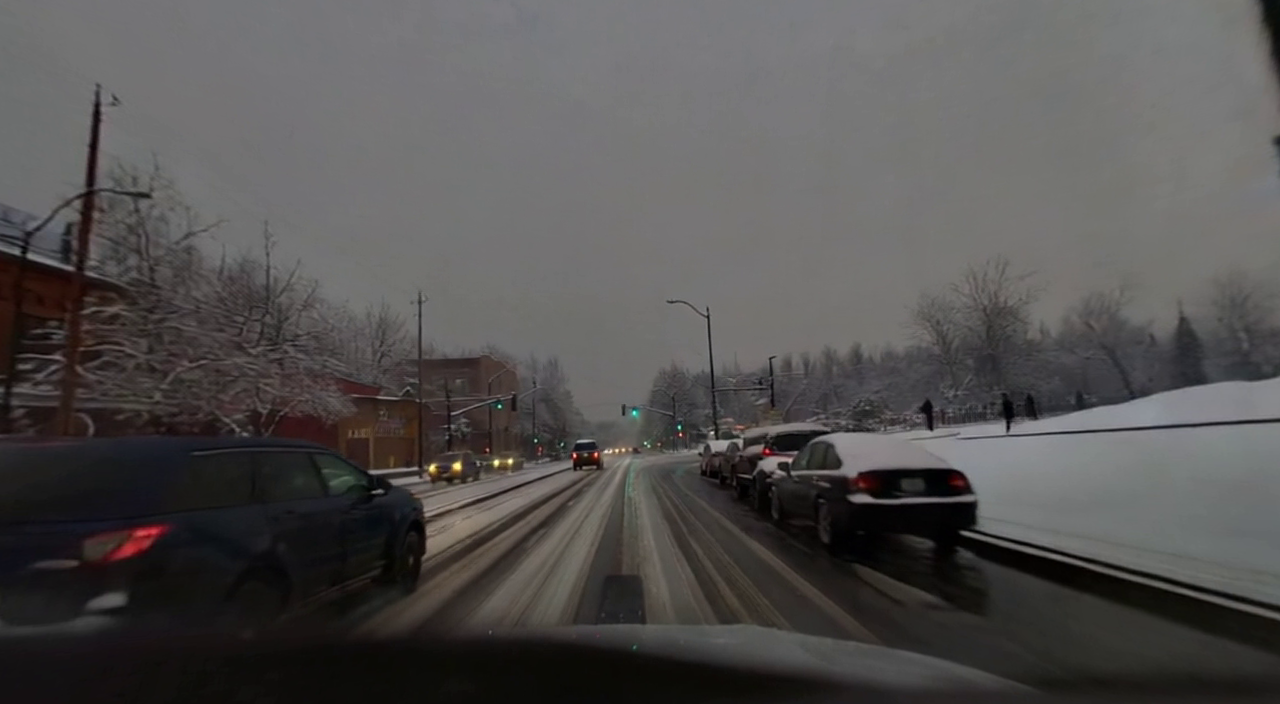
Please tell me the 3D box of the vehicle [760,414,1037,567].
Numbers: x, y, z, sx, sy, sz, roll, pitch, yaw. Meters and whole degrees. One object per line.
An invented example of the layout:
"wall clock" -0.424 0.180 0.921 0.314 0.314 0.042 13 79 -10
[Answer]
"vehicle" 3.297 1.878 9.339 2.206 1.664 4.578 -1 -9 1

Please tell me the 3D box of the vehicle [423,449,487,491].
"vehicle" -9.084 5.788 31.351 1.965 1.868 4.012 0 -8 0

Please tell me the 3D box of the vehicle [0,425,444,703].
"vehicle" -3.320 1.431 4.932 2.089 1.547 4.635 0 -8 0

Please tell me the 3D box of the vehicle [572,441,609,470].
"vehicle" -3.550 7.492 45.904 2.293 1.936 4.737 0 -8 0
